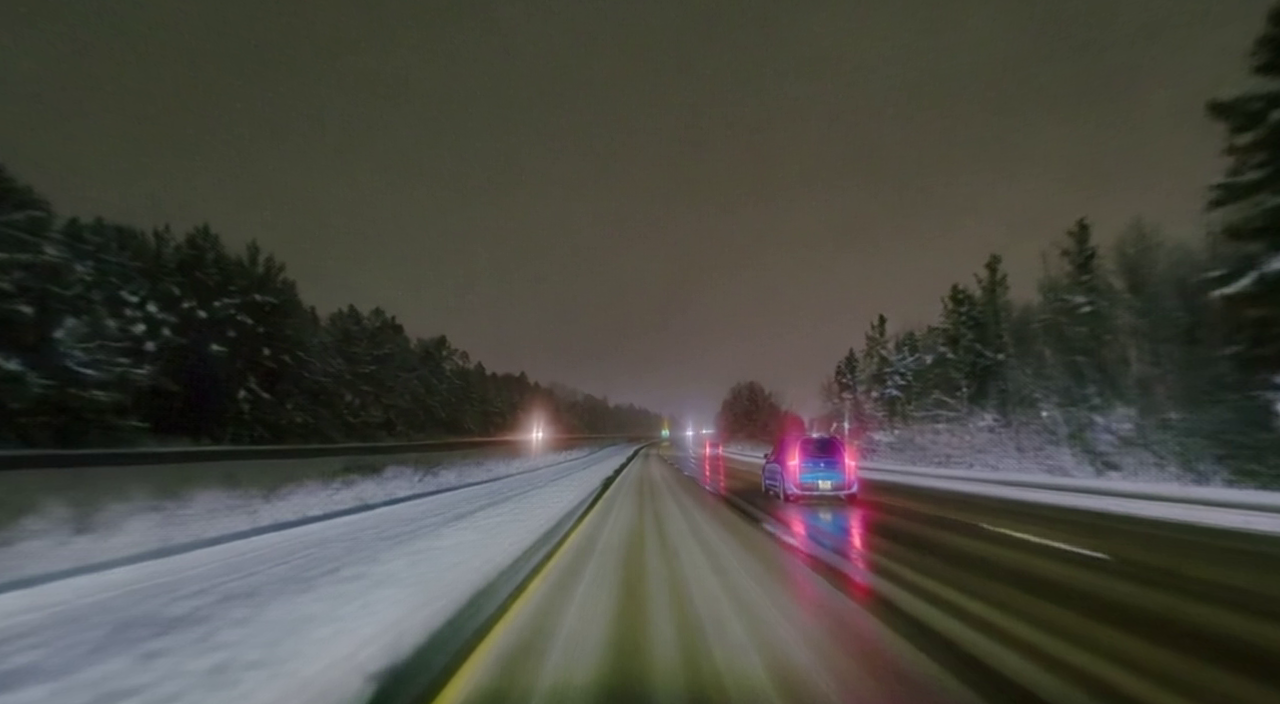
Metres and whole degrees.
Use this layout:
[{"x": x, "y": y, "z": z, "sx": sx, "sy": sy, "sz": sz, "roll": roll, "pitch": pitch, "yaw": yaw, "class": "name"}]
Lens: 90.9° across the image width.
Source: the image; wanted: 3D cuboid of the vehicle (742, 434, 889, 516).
[{"x": 3.694, "y": 2.687, "z": 14.221, "sx": 2.050, "sy": 1.546, "sz": 4.344, "roll": 0, "pitch": -9, "yaw": 0, "class": "vehicle"}]
